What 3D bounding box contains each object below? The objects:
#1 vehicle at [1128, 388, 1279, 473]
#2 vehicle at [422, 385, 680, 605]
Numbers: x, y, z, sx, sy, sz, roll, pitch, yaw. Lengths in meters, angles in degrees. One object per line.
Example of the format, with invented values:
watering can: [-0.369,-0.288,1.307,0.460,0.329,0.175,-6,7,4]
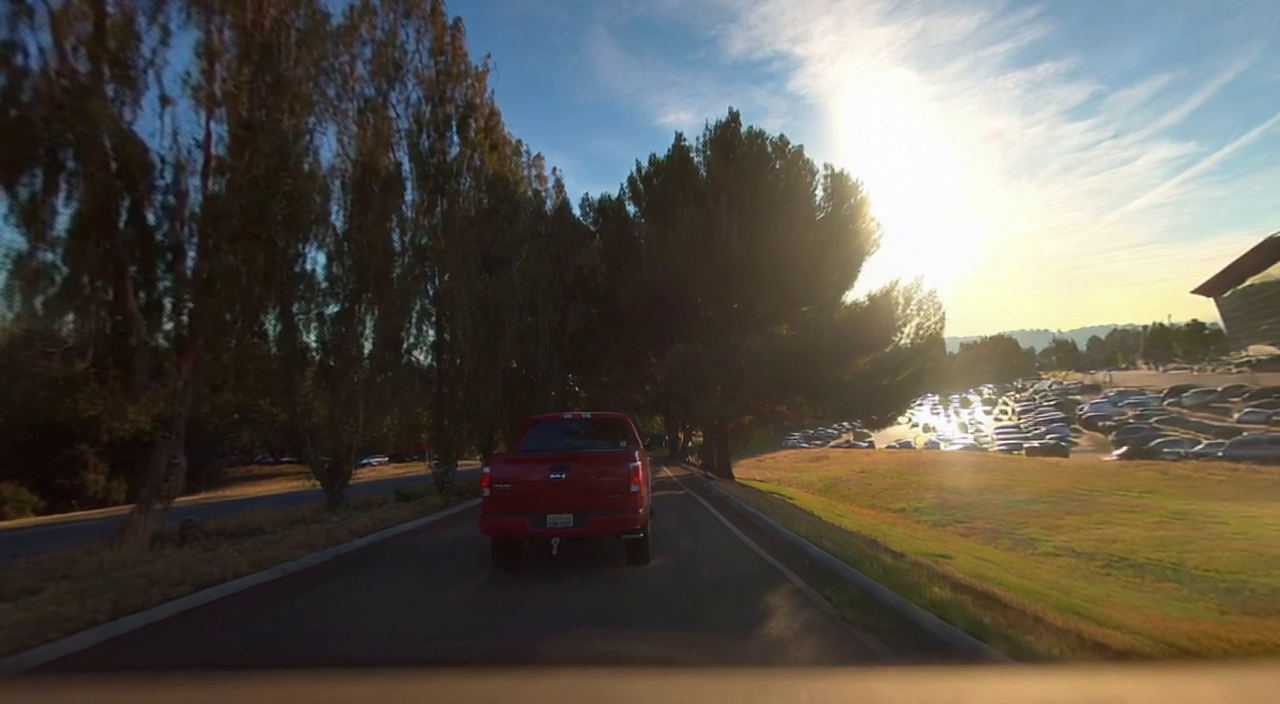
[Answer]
vehicle: [11.876,1.422,11.475,4.298,1.392,1.944,-1,-8,2]
vehicle: [-0.670,1.562,7.874,2.157,1.816,5.039,0,-8,2]
